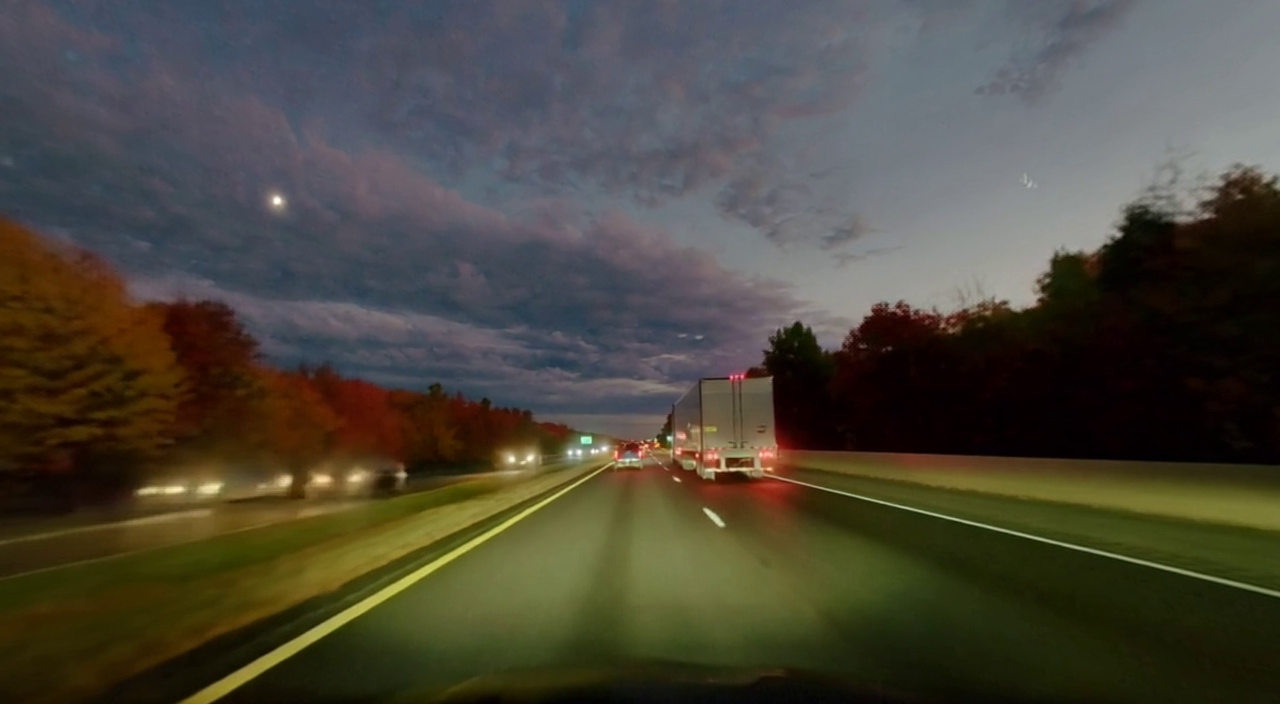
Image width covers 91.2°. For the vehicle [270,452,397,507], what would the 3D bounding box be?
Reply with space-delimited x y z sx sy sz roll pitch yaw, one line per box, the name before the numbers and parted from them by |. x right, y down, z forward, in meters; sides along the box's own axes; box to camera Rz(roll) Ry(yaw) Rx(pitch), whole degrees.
vehicle | -9.809 4.075 20.523 1.897 1.536 4.395 -1 -9 0

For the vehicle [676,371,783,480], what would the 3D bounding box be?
vehicle | 3.744 3.774 30.453 3.068 4.042 13.787 0 -9 0

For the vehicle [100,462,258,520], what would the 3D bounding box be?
vehicle | -13.985 4.206 19.363 1.845 1.470 3.987 -1 -9 0

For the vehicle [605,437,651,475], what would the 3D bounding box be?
vehicle | -0.554 5.167 31.283 2.151 1.693 4.201 -1 -9 0

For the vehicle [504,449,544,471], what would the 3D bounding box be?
vehicle | -8.314 7.766 45.300 2.049 1.525 4.396 -1 -9 1
